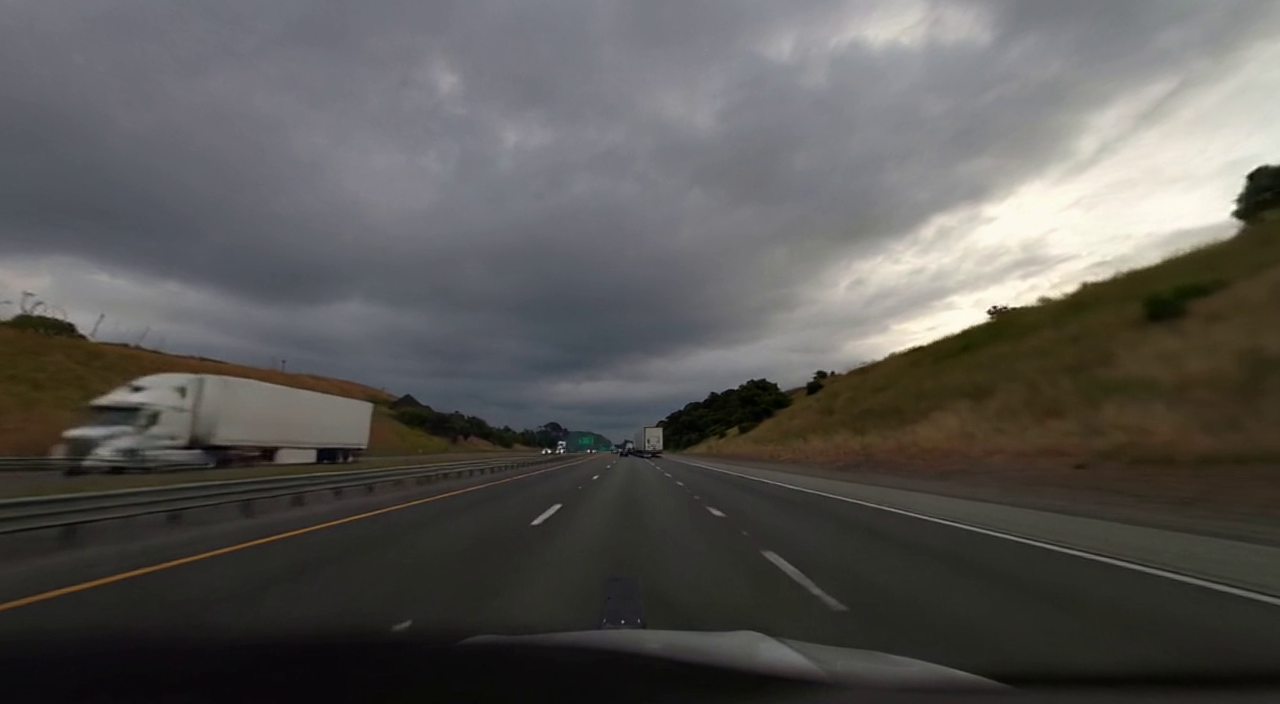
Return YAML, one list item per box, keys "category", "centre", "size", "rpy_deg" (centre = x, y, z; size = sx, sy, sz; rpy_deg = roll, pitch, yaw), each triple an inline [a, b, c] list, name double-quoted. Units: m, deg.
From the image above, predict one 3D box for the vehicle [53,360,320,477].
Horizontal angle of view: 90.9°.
- category: "vehicle"
  centre: [-19.373, 3.326, 28.798]
  size: [2.897, 4.187, 12.412]
  rpy_deg: [0, -9, 0]
